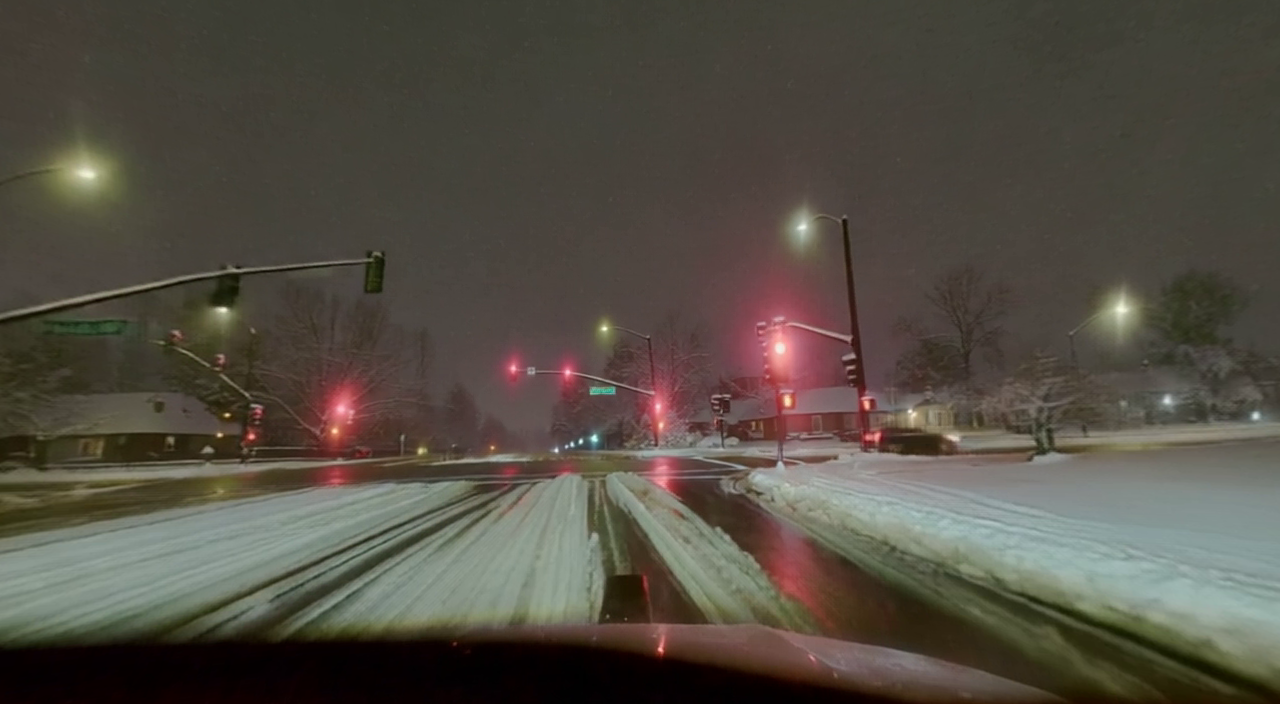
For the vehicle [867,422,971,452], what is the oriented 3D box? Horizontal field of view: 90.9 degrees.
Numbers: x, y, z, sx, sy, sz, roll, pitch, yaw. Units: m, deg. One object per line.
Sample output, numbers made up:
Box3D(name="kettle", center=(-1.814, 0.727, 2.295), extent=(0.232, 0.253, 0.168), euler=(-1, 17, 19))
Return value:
Box3D(name="vehicle", center=(14.902, 4.541, 33.818), extent=(4.759, 1.461, 1.788), euler=(0, -7, -5))
